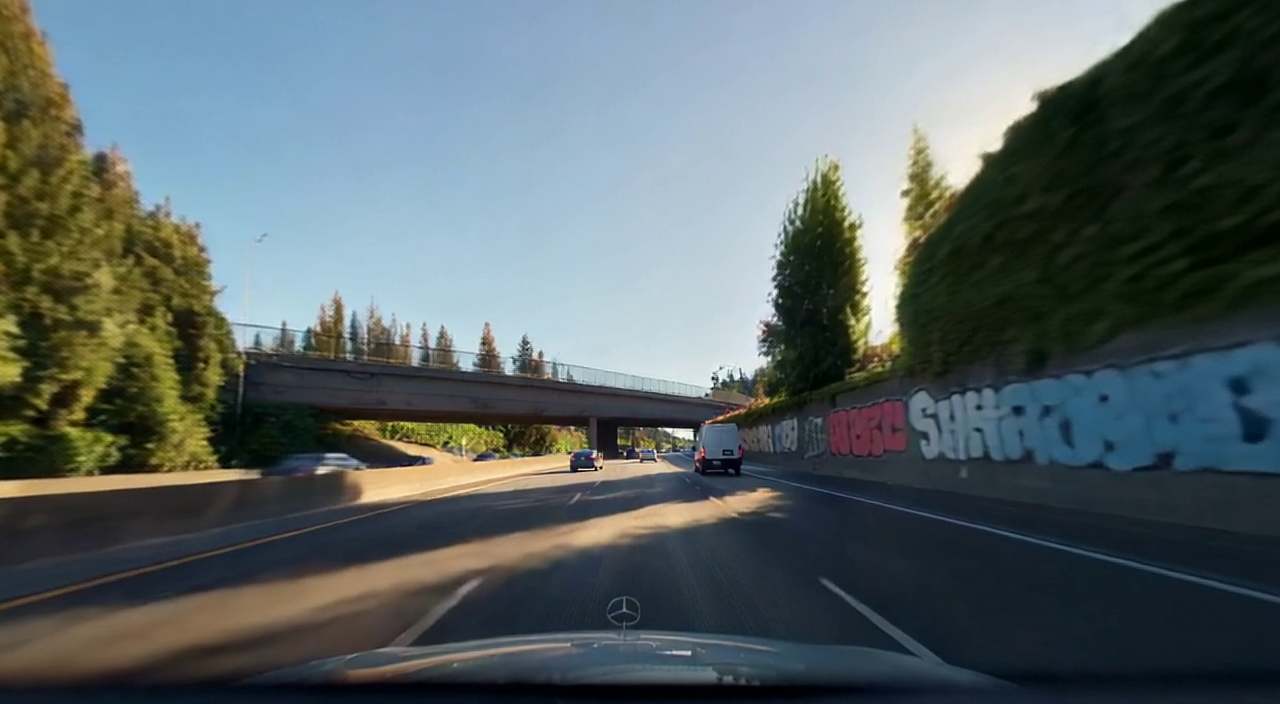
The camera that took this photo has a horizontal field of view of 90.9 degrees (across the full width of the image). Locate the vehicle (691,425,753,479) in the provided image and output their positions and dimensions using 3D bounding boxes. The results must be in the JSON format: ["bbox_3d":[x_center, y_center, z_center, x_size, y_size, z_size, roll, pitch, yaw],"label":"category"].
[{"bbox_3d":[4.224,5.305,33.611,2.469,2.591,5.653,0,-9,0],"label":"vehicle"}]

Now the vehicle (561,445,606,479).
[{"bbox_3d":[-2.929,5.826,33.618,1.964,1.618,4.489,0,-9,0],"label":"vehicle"}]

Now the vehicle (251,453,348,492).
[{"bbox_3d":[-15.705,5.553,29.400,1.927,1.606,4.572,0,-9,1],"label":"vehicle"}]
